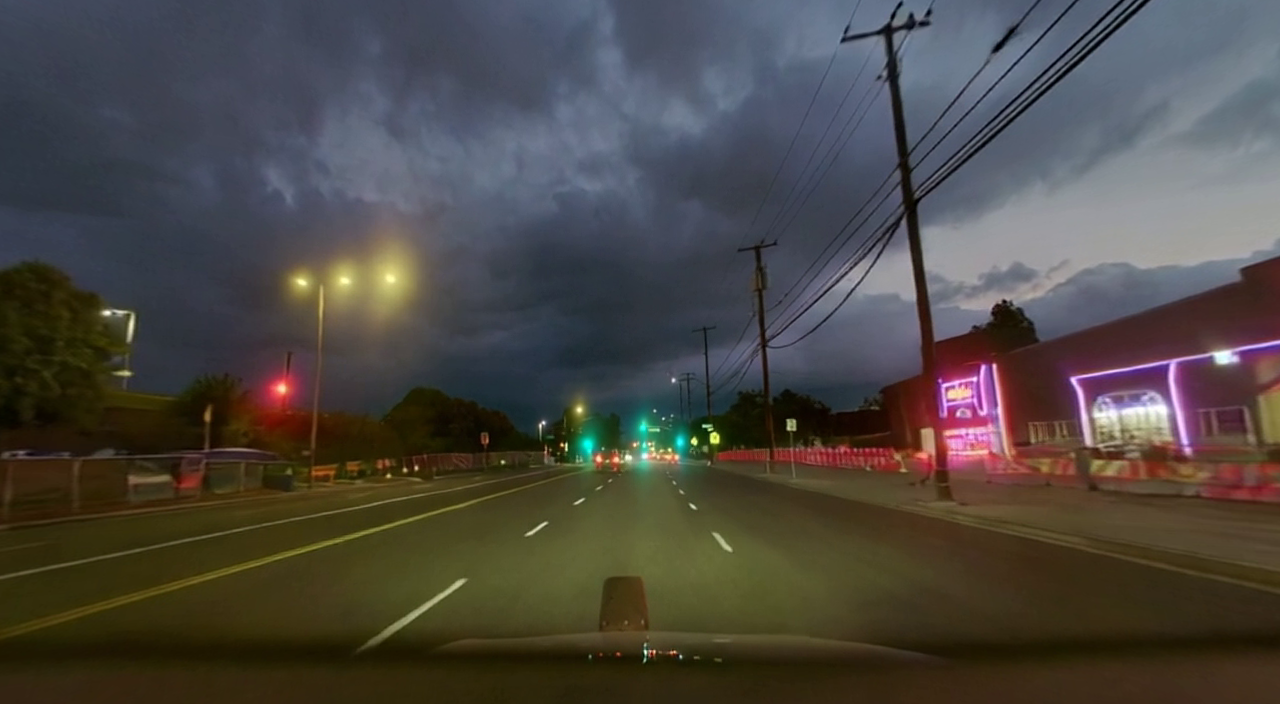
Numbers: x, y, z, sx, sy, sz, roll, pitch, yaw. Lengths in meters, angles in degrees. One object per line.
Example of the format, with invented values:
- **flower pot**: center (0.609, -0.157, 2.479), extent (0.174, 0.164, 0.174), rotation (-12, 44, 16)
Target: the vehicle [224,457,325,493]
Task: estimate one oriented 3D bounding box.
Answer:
- **vehicle**: center (-17.157, 5.777, 29.926), extent (1.995, 1.460, 4.802), rotation (0, -9, -2)
